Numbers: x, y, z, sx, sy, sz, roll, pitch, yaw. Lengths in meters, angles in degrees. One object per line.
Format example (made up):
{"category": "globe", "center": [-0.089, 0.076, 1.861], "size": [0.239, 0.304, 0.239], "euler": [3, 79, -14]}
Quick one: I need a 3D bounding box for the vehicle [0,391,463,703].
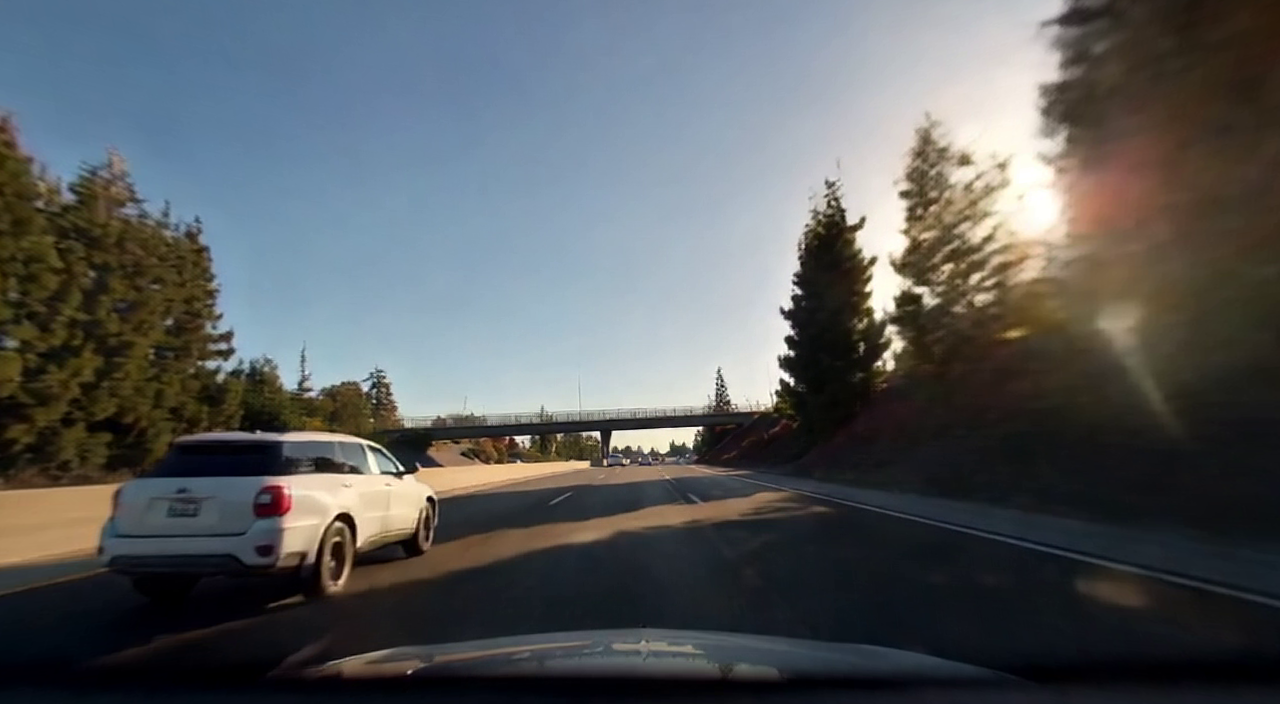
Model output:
{"category": "vehicle", "center": [-3.401, 1.391, 5.554], "size": [2.274, 1.628, 4.807], "euler": [0, -9, 0]}
